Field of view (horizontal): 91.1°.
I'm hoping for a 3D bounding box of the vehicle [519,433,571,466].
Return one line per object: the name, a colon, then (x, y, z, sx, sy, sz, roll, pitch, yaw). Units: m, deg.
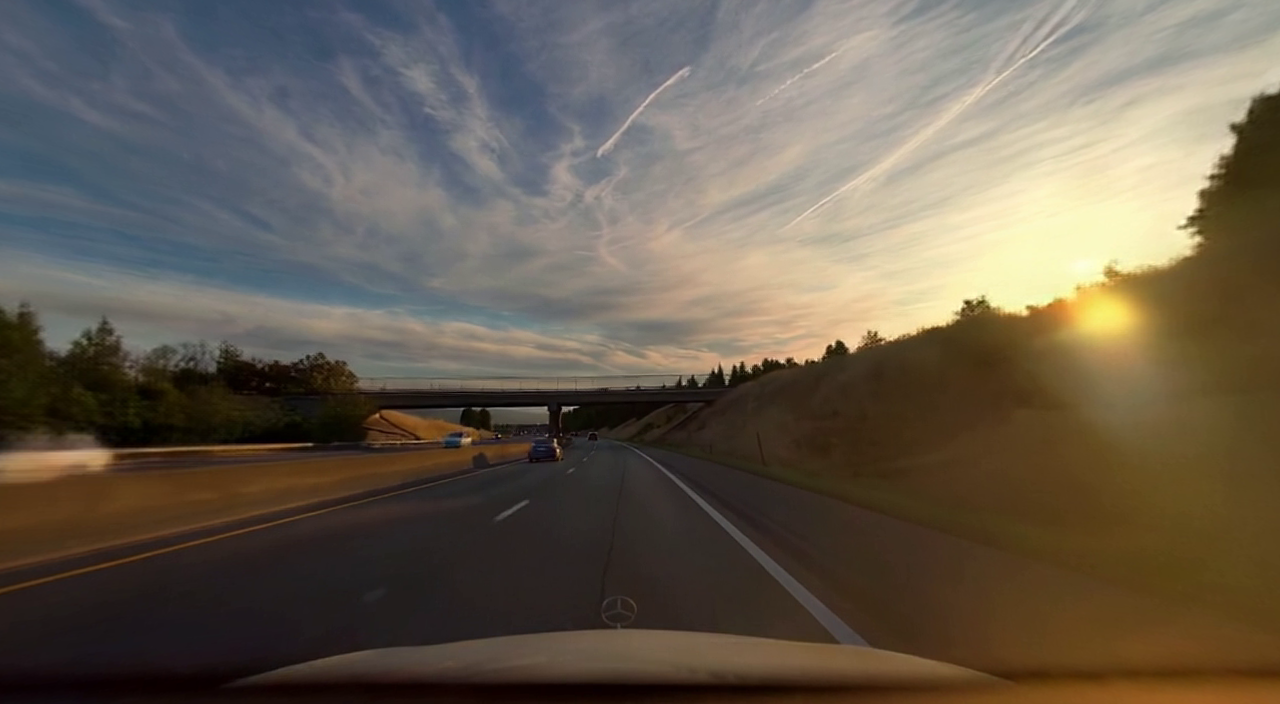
vehicle: (-4.698, 4.842, 31.580, 2.005, 1.509, 4.260, 0, -8, -1)
